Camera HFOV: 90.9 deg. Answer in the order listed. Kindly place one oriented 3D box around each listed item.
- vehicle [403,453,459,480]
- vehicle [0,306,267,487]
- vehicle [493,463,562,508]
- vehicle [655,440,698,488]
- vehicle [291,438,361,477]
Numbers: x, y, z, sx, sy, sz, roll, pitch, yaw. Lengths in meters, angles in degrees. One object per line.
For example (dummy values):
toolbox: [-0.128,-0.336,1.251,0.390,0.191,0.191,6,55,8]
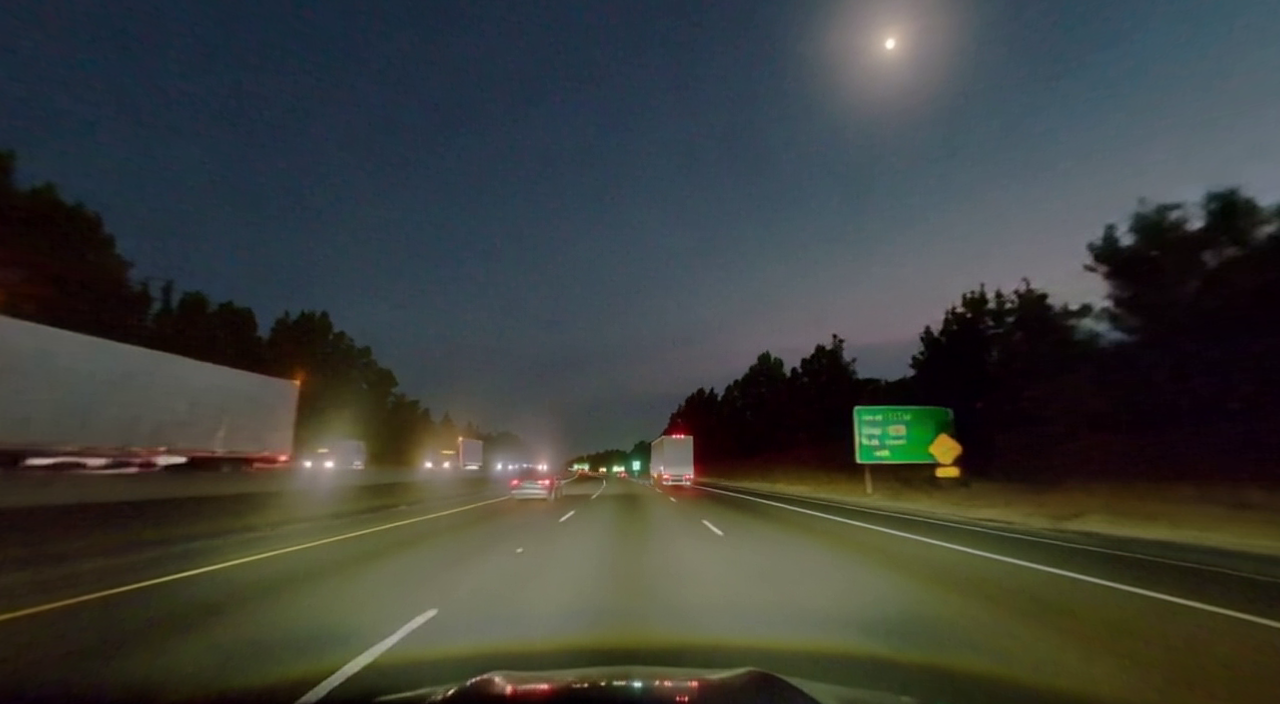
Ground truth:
vehicle: [-12.210,6.769,37.044,1.874,1.446,4.444,1,-11,-2]
vehicle: [-15.705,1.549,17.062,2.800,3.967,14.034,1,-11,-1]
vehicle: [-4.031,4.865,23.202,1.868,1.485,3.770,1,-11,-1]
vehicle: [2.785,8.911,49.915,2.738,3.456,7.520,1,-11,-2]
vehicle: [-22.337,7.618,45.157,2.275,2.518,5.911,2,-11,-5]
